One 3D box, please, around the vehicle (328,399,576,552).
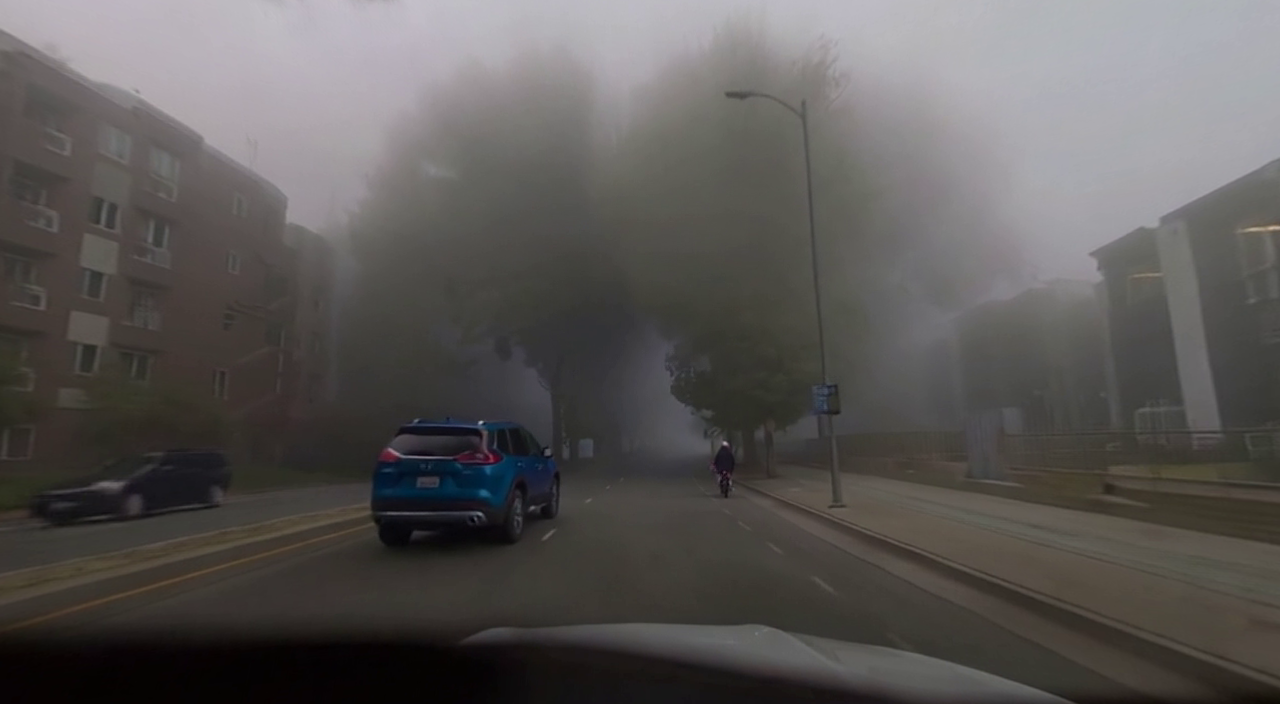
[{"bbox_3d":[-2.588,1.912,10.388,2.294,1.859,5.127,-1,-9,3],"label":"vehicle"}]
